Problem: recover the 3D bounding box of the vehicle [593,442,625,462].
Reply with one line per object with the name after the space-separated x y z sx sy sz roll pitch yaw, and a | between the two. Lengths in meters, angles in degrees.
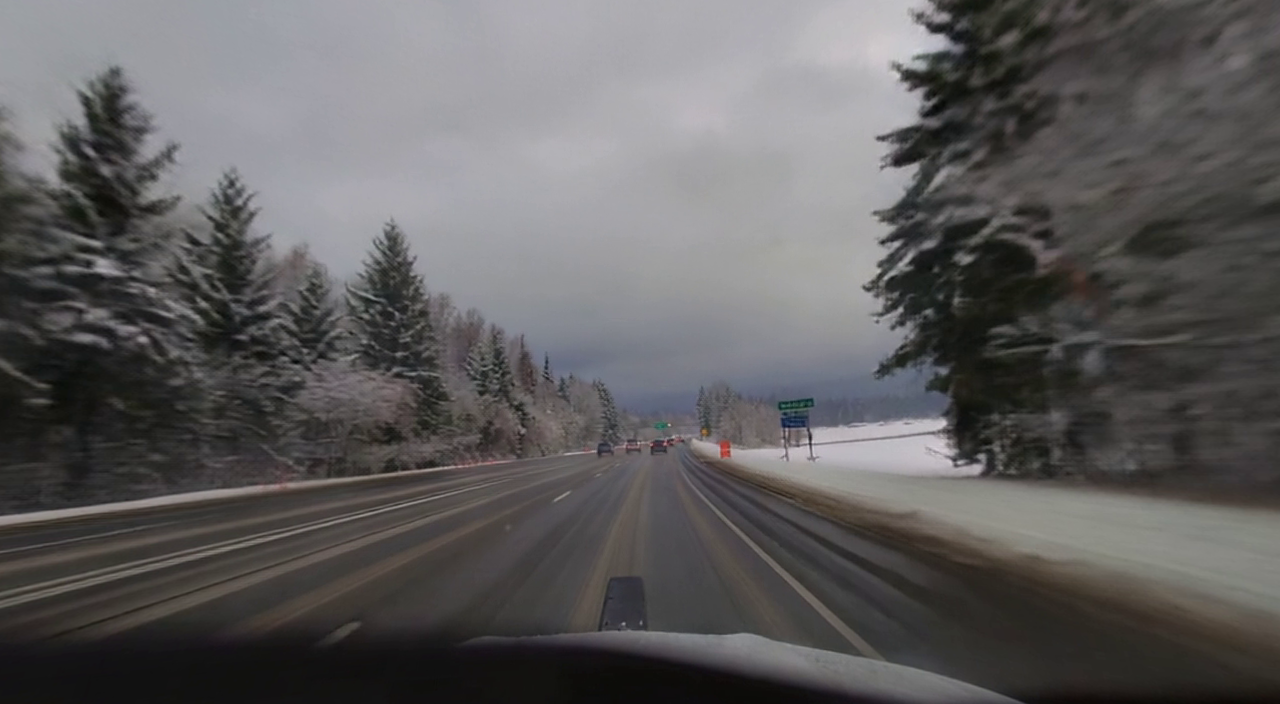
-2.341 7.719 48.903 2.118 1.475 4.263 0 -8 2 | vehicle
